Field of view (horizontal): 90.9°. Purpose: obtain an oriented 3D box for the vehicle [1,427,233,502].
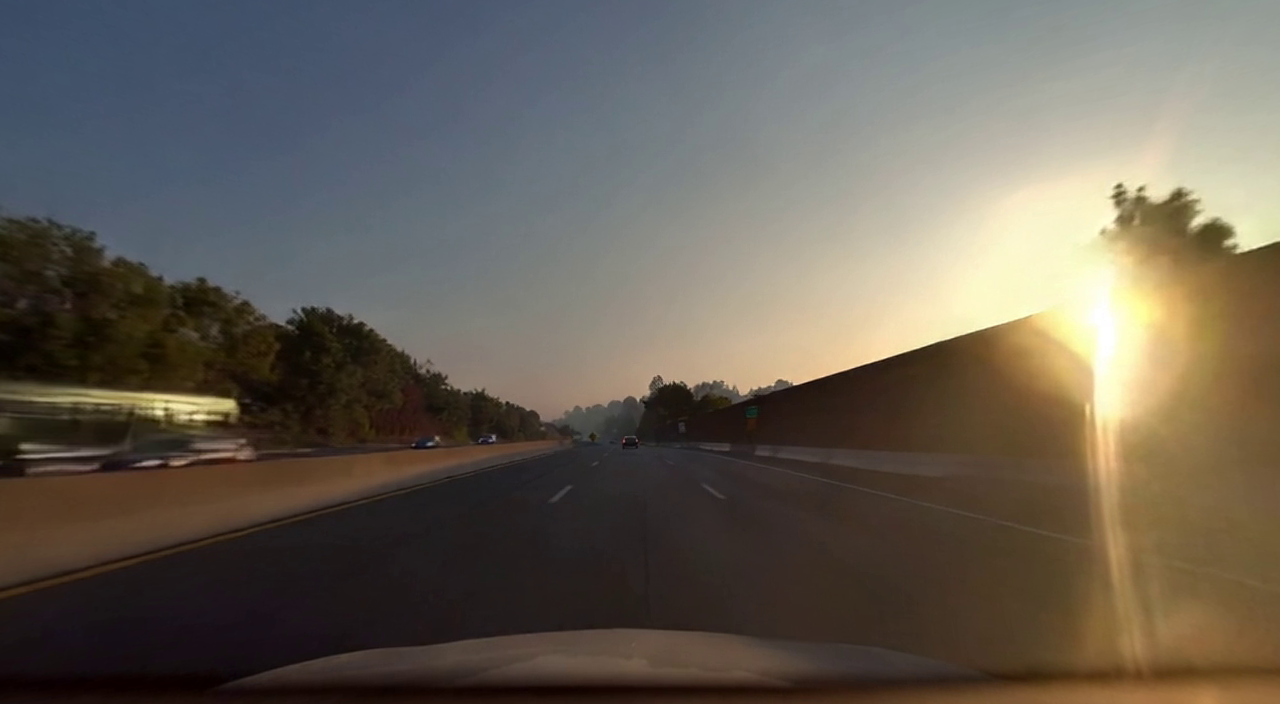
[{"bbox_3d":[-12.259,2.616,15.285,1.865,1.520,4.412,0,-7,0],"label":"vehicle"}]
